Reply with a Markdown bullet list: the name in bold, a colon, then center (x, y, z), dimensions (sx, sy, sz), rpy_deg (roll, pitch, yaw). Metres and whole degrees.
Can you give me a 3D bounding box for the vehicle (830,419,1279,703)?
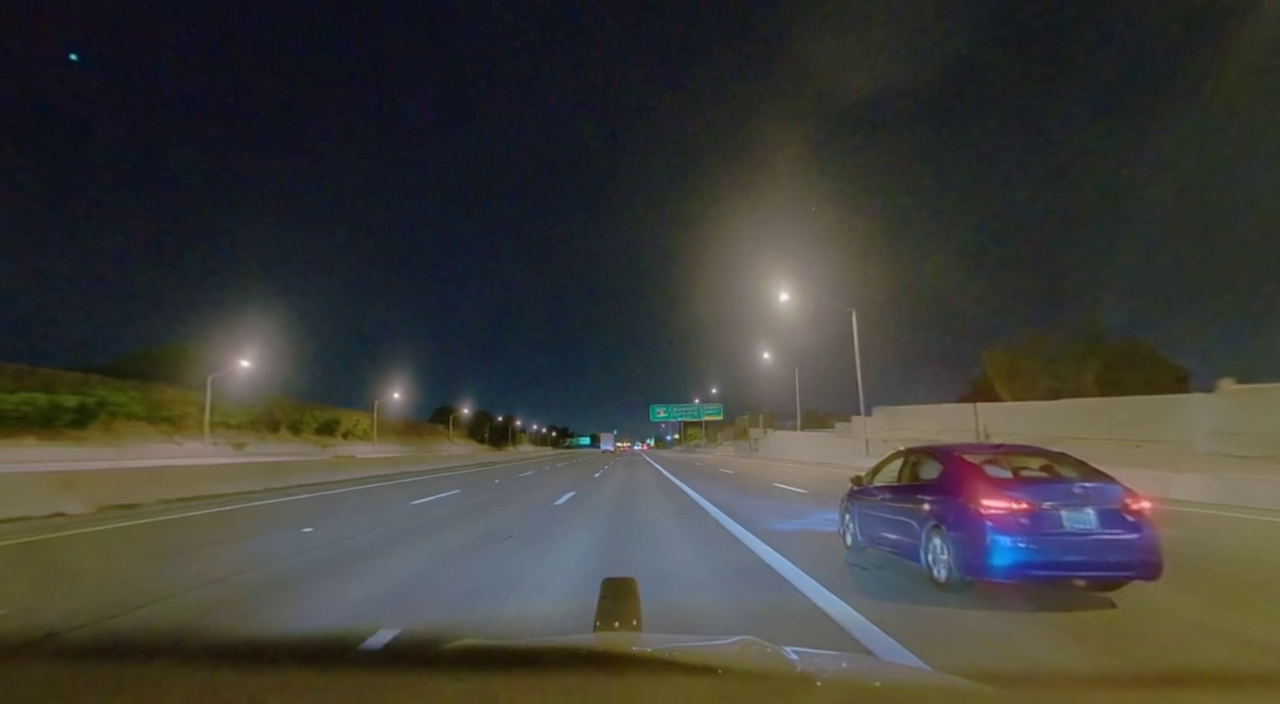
- **vehicle**: center (3.487, 1.449, 5.717), dimensions (1.989, 1.479, 4.670), rpy_deg (0, -8, -1)
